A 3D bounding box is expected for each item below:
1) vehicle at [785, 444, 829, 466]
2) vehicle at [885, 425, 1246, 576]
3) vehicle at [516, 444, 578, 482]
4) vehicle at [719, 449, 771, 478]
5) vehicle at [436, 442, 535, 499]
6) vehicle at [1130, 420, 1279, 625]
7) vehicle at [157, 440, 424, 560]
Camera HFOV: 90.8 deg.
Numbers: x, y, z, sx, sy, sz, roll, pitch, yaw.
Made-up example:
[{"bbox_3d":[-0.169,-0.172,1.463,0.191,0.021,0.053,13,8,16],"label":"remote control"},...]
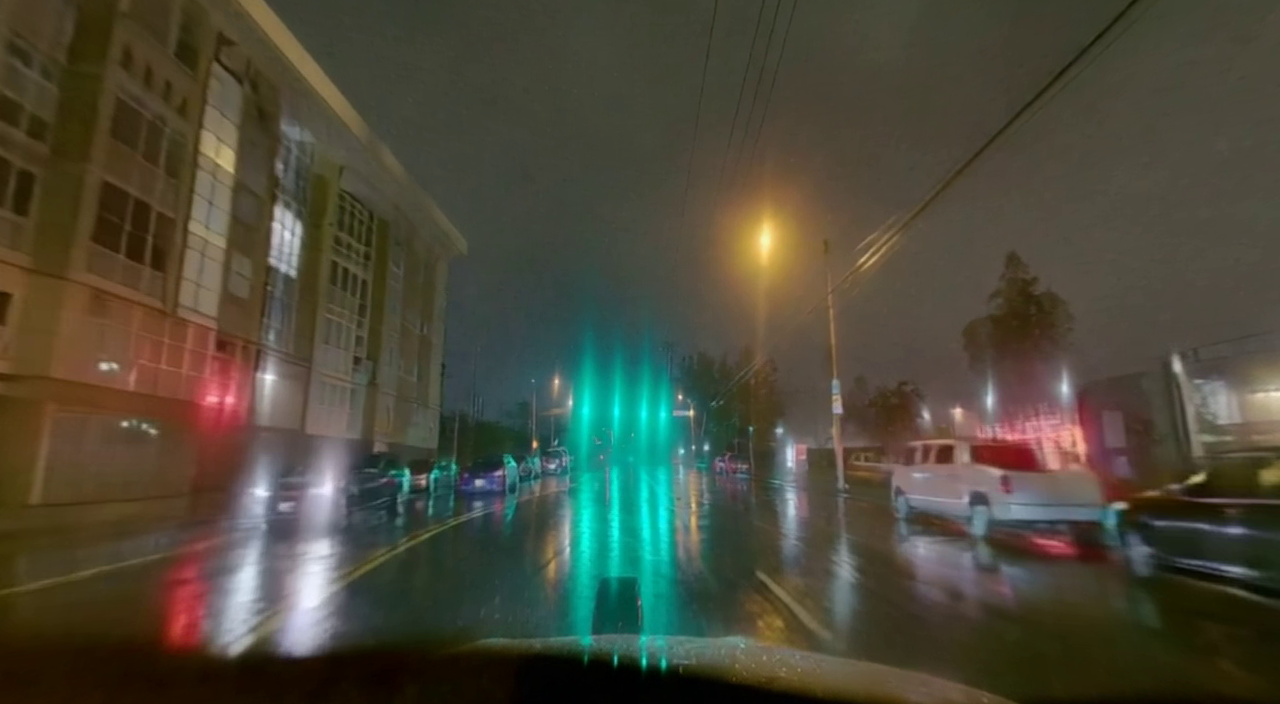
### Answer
[{"bbox_3d":[11.761,7.271,44.802,1.866,1.506,4.934,0,-8,1],"label":"vehicle"},{"bbox_3d":[5.911,2.082,9.835,2.138,1.715,4.886,0,-8,-1],"label":"vehicle"},{"bbox_3d":[-4.326,5.246,30.173,2.145,1.653,4.421,-1,-8,2],"label":"vehicle"},{"bbox_3d":[6.025,6.442,36.836,2.054,1.525,4.258,0,-8,-4],"label":"vehicle"},{"bbox_3d":[-4.877,3.789,20.614,1.950,1.636,4.253,-1,-8,3],"label":"vehicle"},{"bbox_3d":[5.930,1.205,4.110,1.957,1.572,4.418,0,-8,1],"label":"vehicle"},{"bbox_3d":[-5.207,2.201,10.154,1.949,1.533,3.864,-1,-8,2],"label":"vehicle"}]
